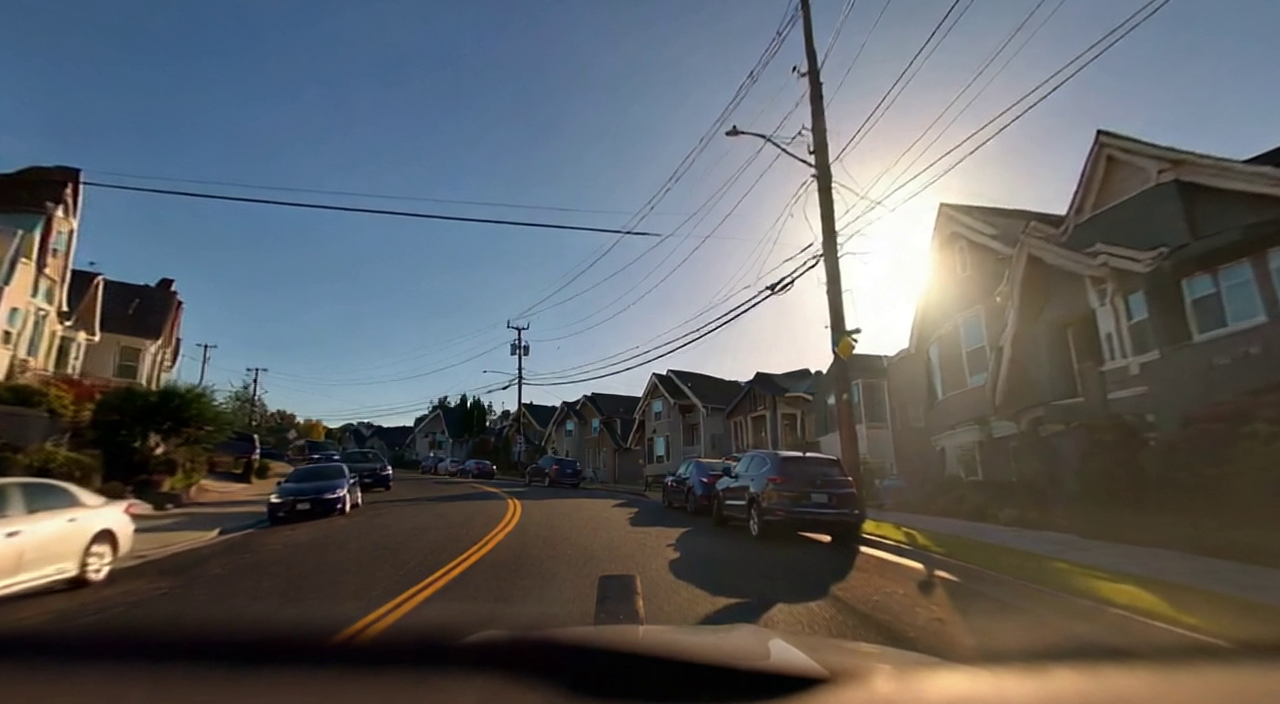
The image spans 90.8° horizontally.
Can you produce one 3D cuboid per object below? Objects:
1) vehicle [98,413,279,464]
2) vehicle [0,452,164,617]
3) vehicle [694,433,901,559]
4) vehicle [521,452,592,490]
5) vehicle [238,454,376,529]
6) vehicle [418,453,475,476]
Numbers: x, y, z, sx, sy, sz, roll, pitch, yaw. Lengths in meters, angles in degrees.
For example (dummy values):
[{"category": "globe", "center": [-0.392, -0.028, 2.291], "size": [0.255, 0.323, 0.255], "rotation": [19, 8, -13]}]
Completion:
[{"category": "vehicle", "center": [-18.671, 3.689, 26.564], "size": [5.822, 1.956, 2.355], "rotation": [6, -11, -32]}, {"category": "vehicle", "center": [-7.101, 1.800, 5.620], "size": [2.154, 1.516, 4.854], "rotation": [-7, -9, -3]}, {"category": "vehicle", "center": [2.499, 2.428, 11.471], "size": [1.974, 1.769, 4.610], "rotation": [2, -9, -9]}, {"category": "vehicle", "center": [-4.474, 6.203, 33.168], "size": [1.994, 1.682, 4.750], "rotation": [9, -12, -27]}, {"category": "vehicle", "center": [-8.077, 3.351, 15.729], "size": [2.003, 1.447, 3.642], "rotation": [-2, -8, -10]}, {"category": "vehicle", "center": [-14.208, 8.208, 46.335], "size": [4.568, 1.531, 1.923], "rotation": [-8, -12, 43]}]
